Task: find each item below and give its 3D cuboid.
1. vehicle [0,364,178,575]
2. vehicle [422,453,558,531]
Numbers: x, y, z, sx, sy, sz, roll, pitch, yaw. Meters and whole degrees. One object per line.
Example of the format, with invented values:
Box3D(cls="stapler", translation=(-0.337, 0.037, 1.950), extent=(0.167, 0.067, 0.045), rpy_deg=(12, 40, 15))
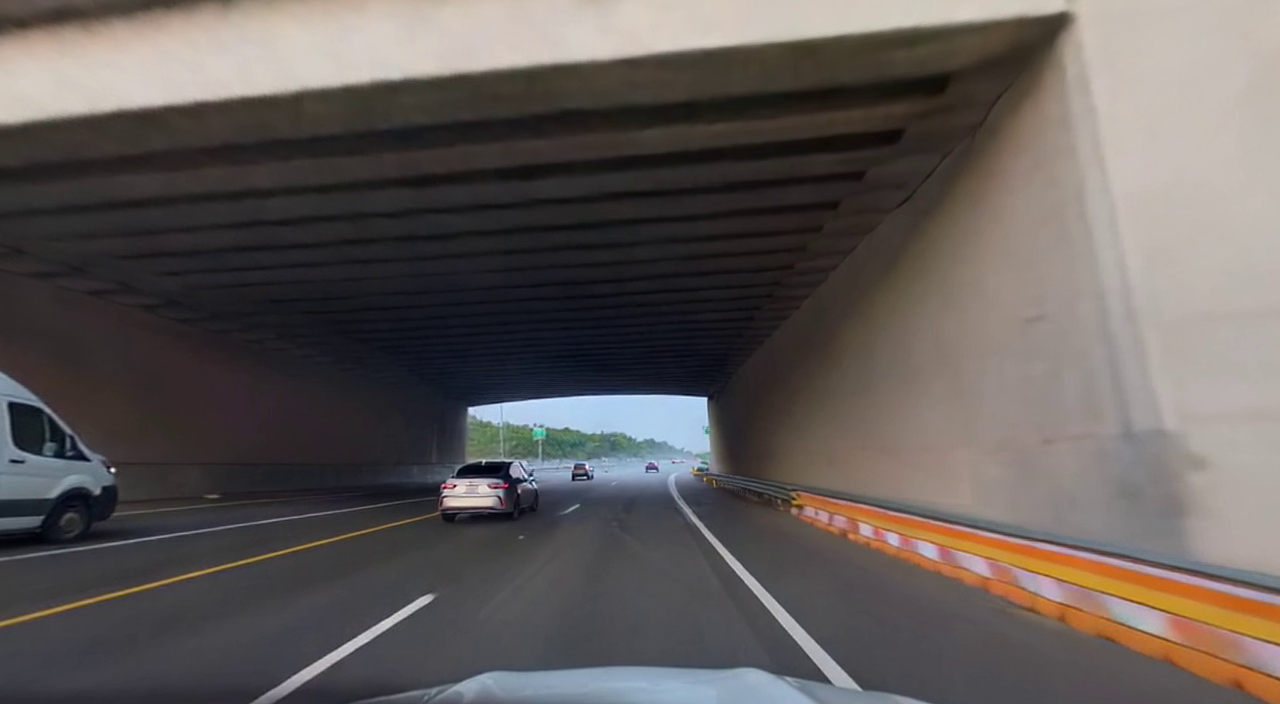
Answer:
Box3D(cls="vehicle", translation=(-9.175, 1.346, 7.302), extent=(2.310, 2.576, 6.321), rpy_deg=(0, -10, 5))
Box3D(cls="vehicle", translation=(-3.166, 3.057, 14.120), extent=(1.992, 1.466, 3.690), rpy_deg=(0, -10, 2))
